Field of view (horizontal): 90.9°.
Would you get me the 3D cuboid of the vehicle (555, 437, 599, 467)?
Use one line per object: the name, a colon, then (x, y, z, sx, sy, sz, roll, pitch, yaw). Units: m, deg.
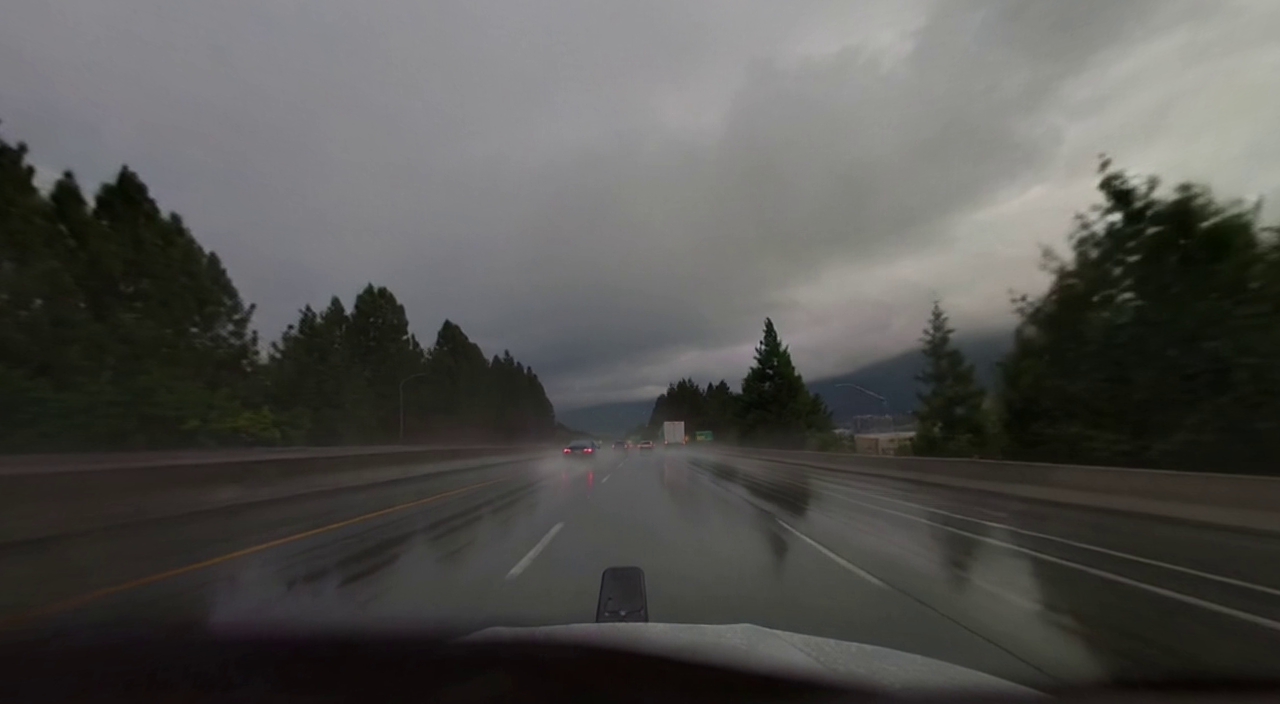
vehicle: (-3.382, 5.475, 34.676, 2.025, 1.571, 3.662, 0, -9, 0)
